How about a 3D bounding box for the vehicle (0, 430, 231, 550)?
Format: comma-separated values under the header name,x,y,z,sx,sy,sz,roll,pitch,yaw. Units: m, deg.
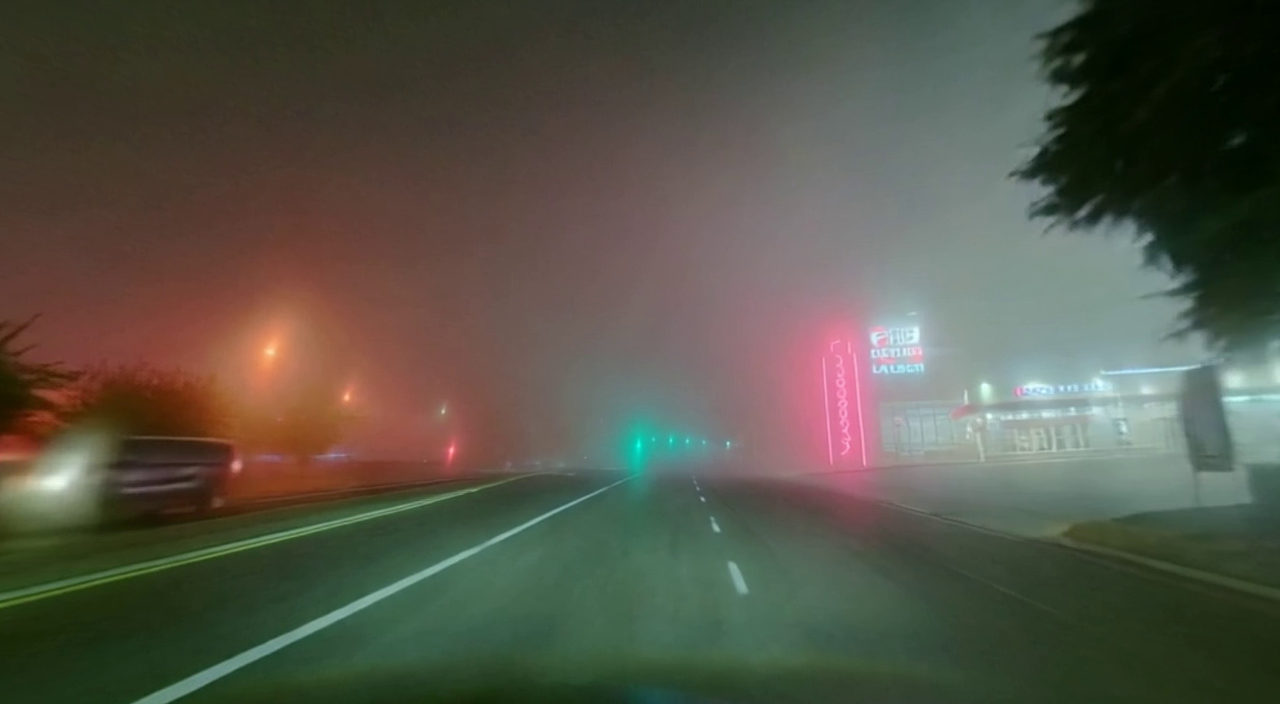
name,x,y,z,sx,sy,sz,roll,pitch,yaw
vehicle,-10.267,2.416,11.739,2.209,1.773,4.481,0,-9,0
